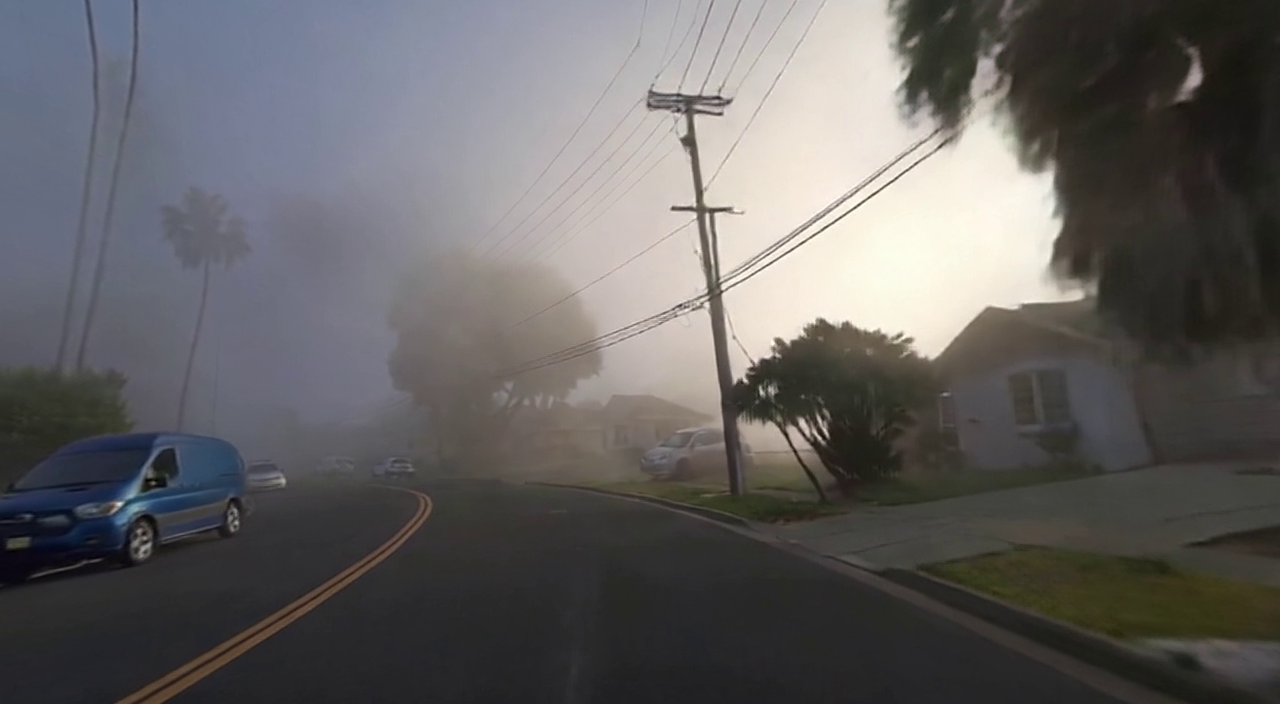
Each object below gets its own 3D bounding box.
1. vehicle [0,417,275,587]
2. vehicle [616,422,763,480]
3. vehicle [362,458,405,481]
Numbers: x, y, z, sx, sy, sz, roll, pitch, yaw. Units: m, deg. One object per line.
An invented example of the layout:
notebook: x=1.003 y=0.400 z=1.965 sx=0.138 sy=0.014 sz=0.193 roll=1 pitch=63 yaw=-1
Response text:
vehicle: x=-9.001 y=2.526 z=11.346 sx=2.552 sy=2.134 sz=6.076 roll=-2 pitch=-9 yaw=-14
vehicle: x=1.910 y=3.770 z=24.443 sx=5.102 sy=2.040 sz=2.472 roll=3 pitch=-9 yaw=-26
vehicle: x=-18.753 y=8.547 z=46.157 sx=1.870 sy=1.490 sz=3.802 roll=6 pitch=-10 yaw=-38
